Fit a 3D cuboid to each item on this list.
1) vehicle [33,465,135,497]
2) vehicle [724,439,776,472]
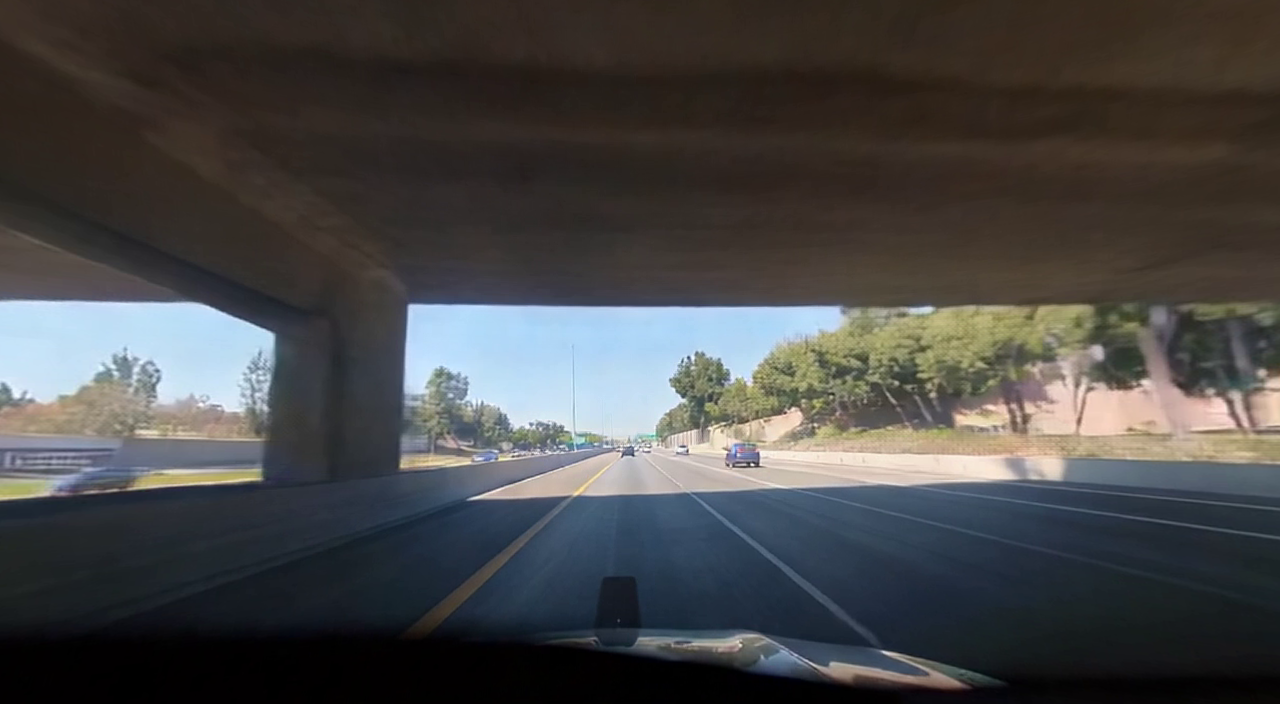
[{"bbox_3d":[-31.377,7.257,35.855,1.922,1.562,4.270,0,-9,-1],"label":"vehicle"},{"bbox_3d":[6.114,5.815,35.622,2.030,1.706,4.279,0,-9,-2],"label":"vehicle"}]
